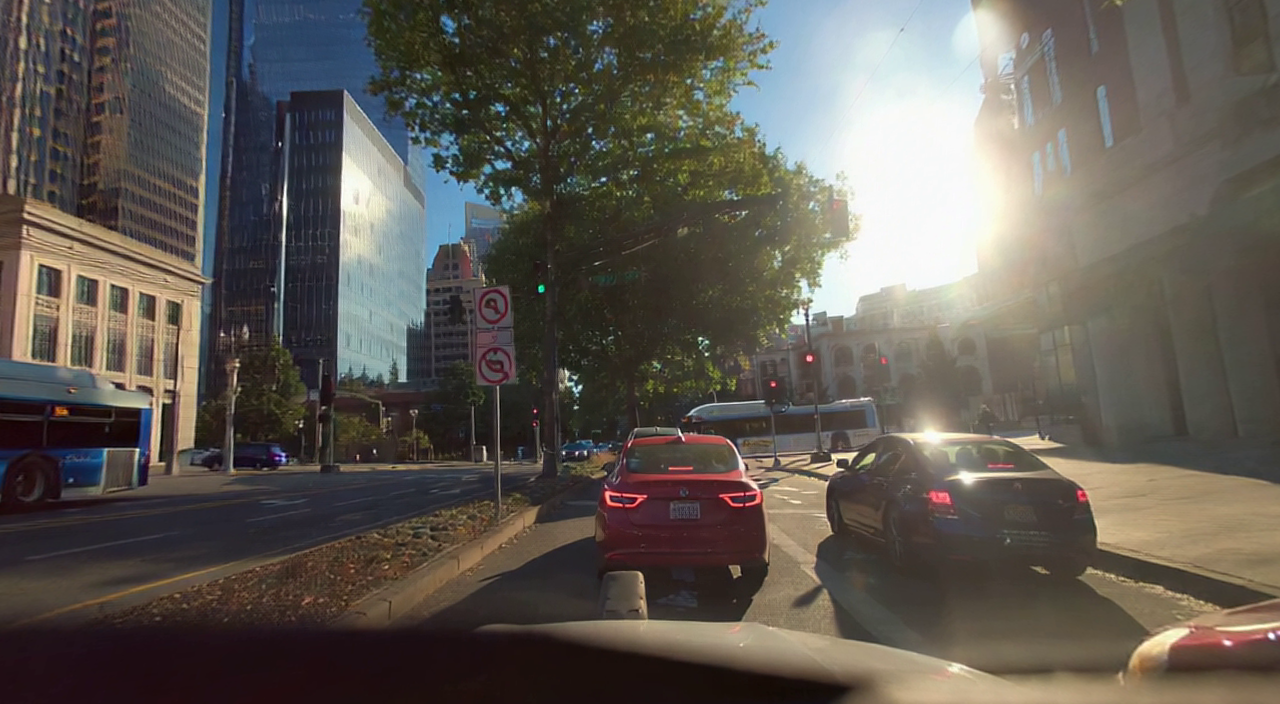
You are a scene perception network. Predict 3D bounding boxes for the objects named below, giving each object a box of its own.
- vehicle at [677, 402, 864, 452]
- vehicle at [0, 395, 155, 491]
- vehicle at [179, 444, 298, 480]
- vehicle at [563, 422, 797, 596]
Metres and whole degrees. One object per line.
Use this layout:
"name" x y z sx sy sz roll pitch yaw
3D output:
"vehicle" 9.899 5.905 49.131 13.811 3.706 2.997 0 -9 1
"vehicle" -25.949 3.646 25.327 2.692 3.685 10.153 -3 -9 20
"vehicle" -19.901 5.440 31.546 1.892 1.645 4.561 -5 -10 30
"vehicle" 0.380 1.634 7.391 2.006 1.470 3.799 0 -8 1
